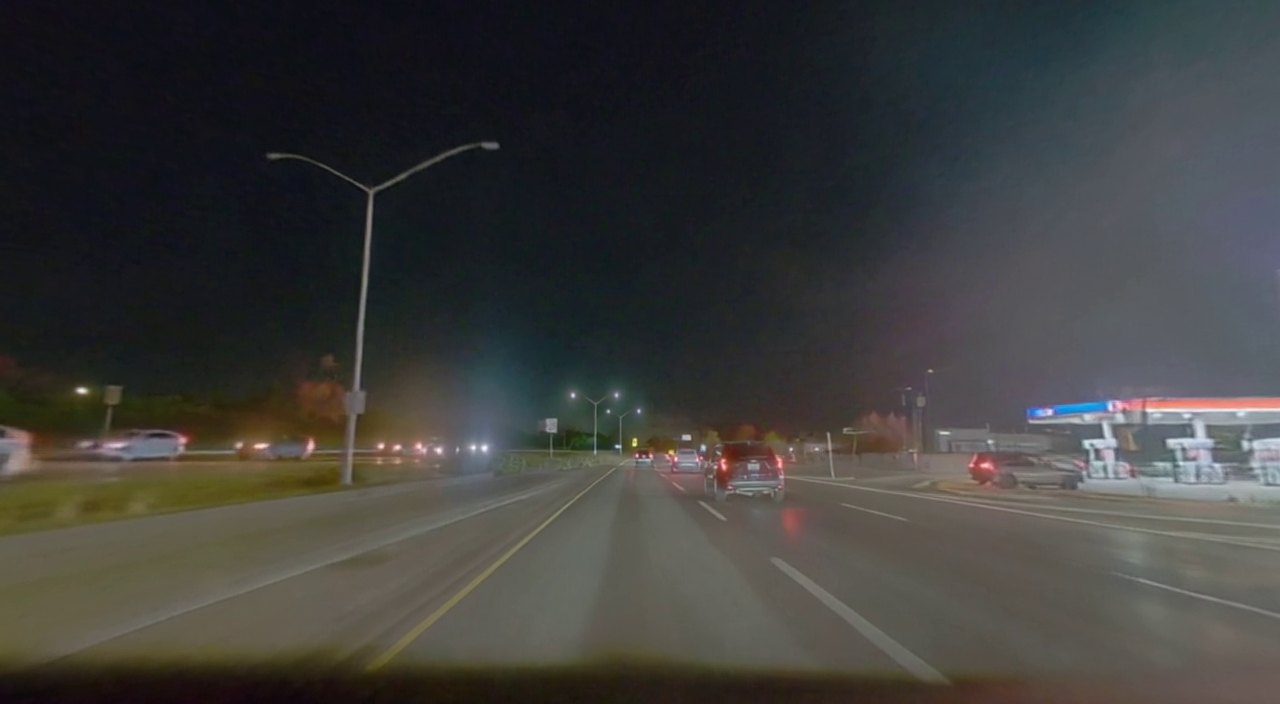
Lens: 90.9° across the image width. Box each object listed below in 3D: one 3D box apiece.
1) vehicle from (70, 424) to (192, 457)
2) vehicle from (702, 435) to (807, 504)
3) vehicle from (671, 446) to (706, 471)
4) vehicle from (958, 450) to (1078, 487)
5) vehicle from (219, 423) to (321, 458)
[{"bbox_3d":[-23.806,4.194,29.732,1.848,1.450,4.502,0,-8,3],"label":"vehicle"},{"bbox_3d":[3.252,3.442,18.991,2.184,1.777,4.712,0,-8,-1],"label":"vehicle"},{"bbox_3d":[3.203,7.166,42.586,2.012,1.612,4.114,0,-8,0],"label":"vehicle"},{"bbox_3d":[18.252,5.610,30.557,4.587,1.710,1.969,1,-9,-6],"label":"vehicle"},{"bbox_3d":[-19.858,4.823,34.177,2.037,1.761,5.401,-1,-8,3],"label":"vehicle"}]
